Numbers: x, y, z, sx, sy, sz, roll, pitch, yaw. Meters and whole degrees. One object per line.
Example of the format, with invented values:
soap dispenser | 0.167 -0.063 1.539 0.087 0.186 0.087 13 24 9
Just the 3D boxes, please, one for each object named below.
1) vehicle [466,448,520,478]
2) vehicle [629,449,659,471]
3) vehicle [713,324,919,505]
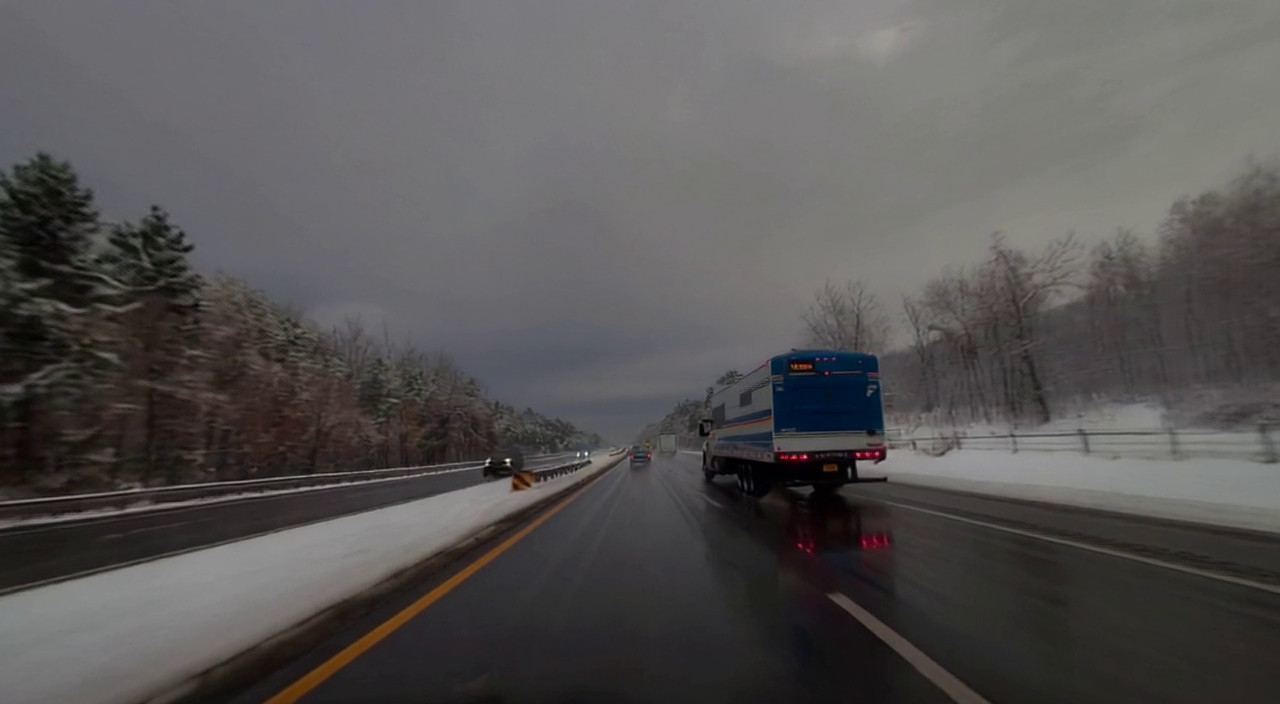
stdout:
vehicle | -8.453 6.442 36.706 2.081 1.624 4.314 0 -9 0
vehicle | 0.250 7.213 42.273 1.926 1.386 3.615 0 -9 0
vehicle | 4.811 2.497 21.543 2.939 4.129 14.300 0 -9 0
